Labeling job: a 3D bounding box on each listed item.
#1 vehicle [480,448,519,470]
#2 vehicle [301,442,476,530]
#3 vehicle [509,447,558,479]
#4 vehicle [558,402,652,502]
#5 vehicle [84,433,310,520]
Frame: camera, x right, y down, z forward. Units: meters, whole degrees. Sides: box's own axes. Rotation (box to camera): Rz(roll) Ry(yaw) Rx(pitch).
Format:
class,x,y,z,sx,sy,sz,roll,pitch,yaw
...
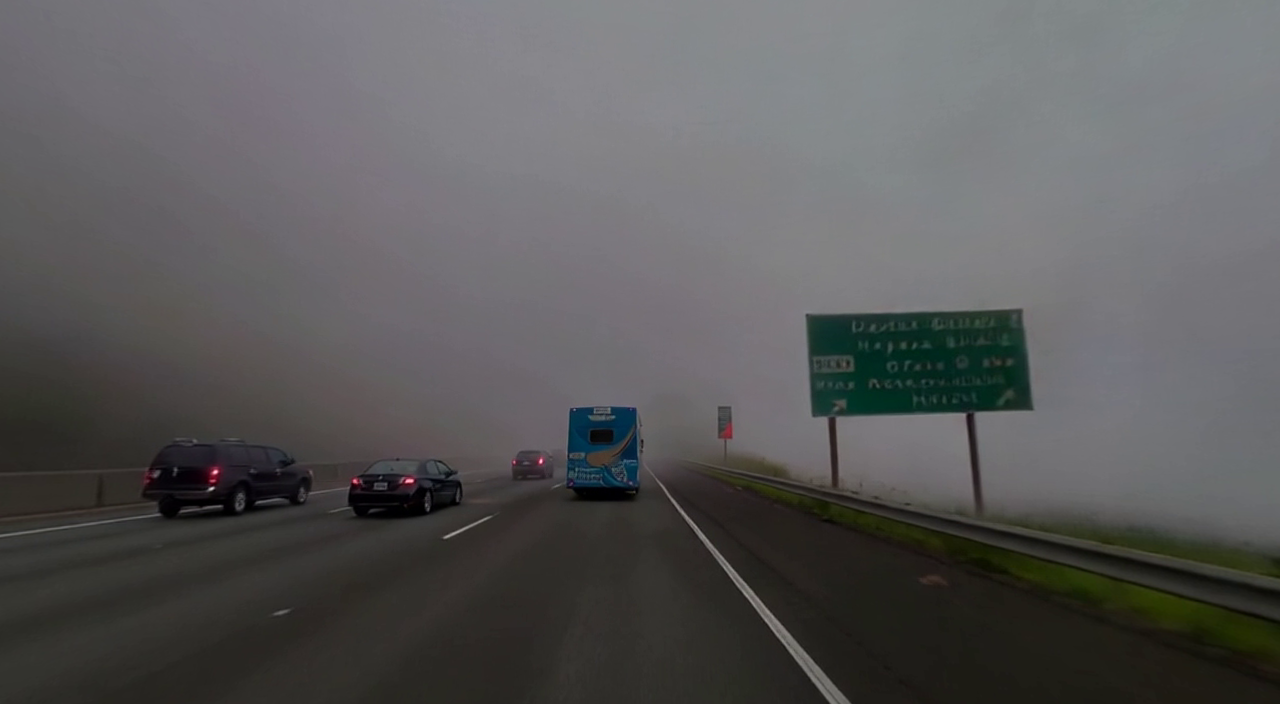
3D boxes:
class,x,y,z,sx,sy,sz,roll,pitch,yaw
vehicle,-10.086,7.696,45.280,1.886,1.462,4.084,0,-9,-1
vehicle,-4.770,2.575,12.659,1.876,1.438,4.072,0,-9,-1
vehicle,-5.221,5.465,31.226,1.872,1.480,3.545,0,-9,-1
vehicle,-0.948,2.968,18.837,2.394,2.556,5.232,0,-9,-1
vehicle,-9.621,2.716,14.211,2.010,1.621,4.252,0,-9,-1
